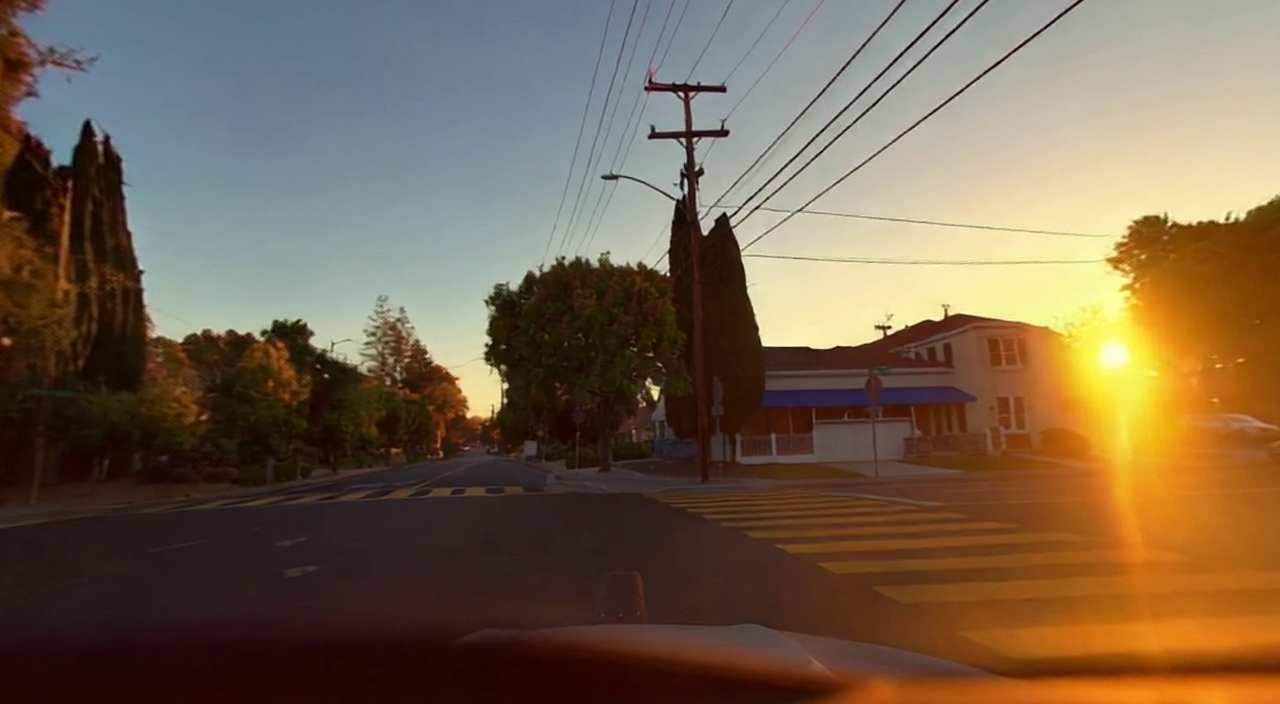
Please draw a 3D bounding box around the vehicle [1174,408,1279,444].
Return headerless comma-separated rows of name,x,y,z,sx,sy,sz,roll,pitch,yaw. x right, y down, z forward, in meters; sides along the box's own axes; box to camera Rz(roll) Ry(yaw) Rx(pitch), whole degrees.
vehicle,30.967,3.899,32.741,2.033,1.725,4.492,3,-9,-16
